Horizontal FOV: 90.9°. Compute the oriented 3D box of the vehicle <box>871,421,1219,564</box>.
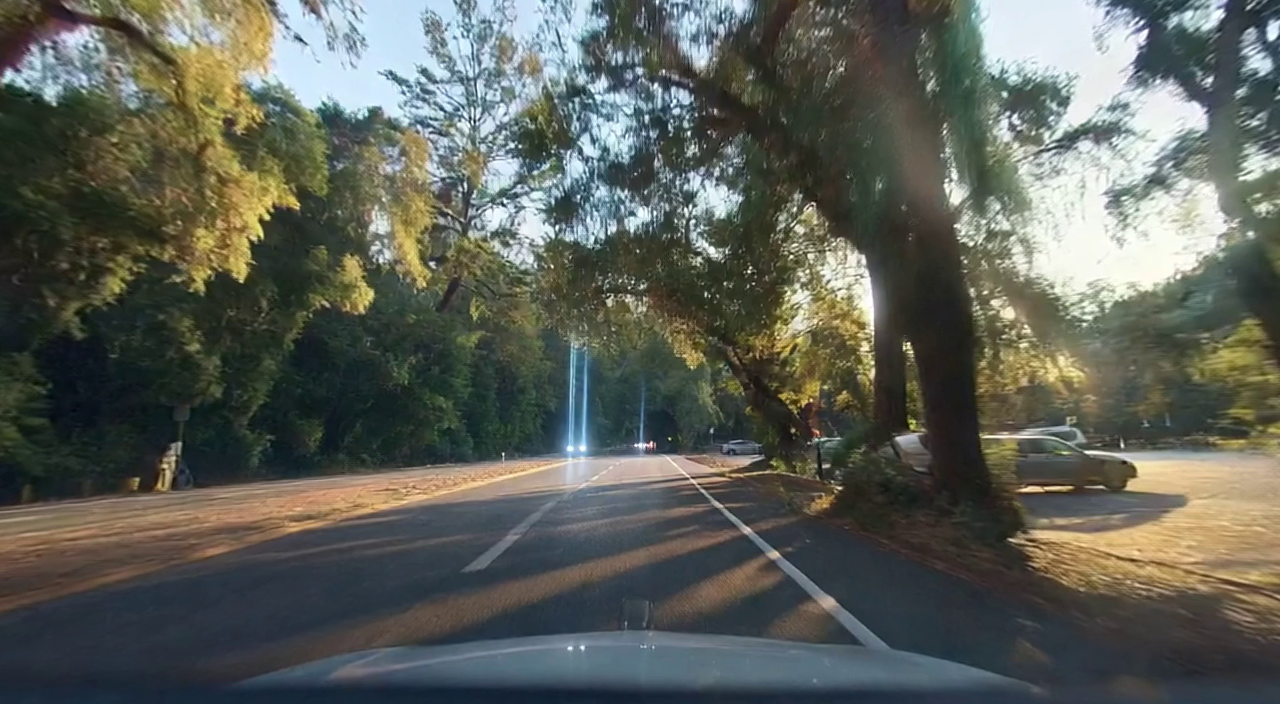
[{"bbox_3d":[5.313,1.882,9.257,2.131,1.563,4.435,0,-8,0],"label":"vehicle"}]

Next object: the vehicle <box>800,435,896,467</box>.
[{"bbox_3d":[11.342,5.428,34.591,4.493,1.705,2.034,0,-8,0],"label":"vehicle"}]
